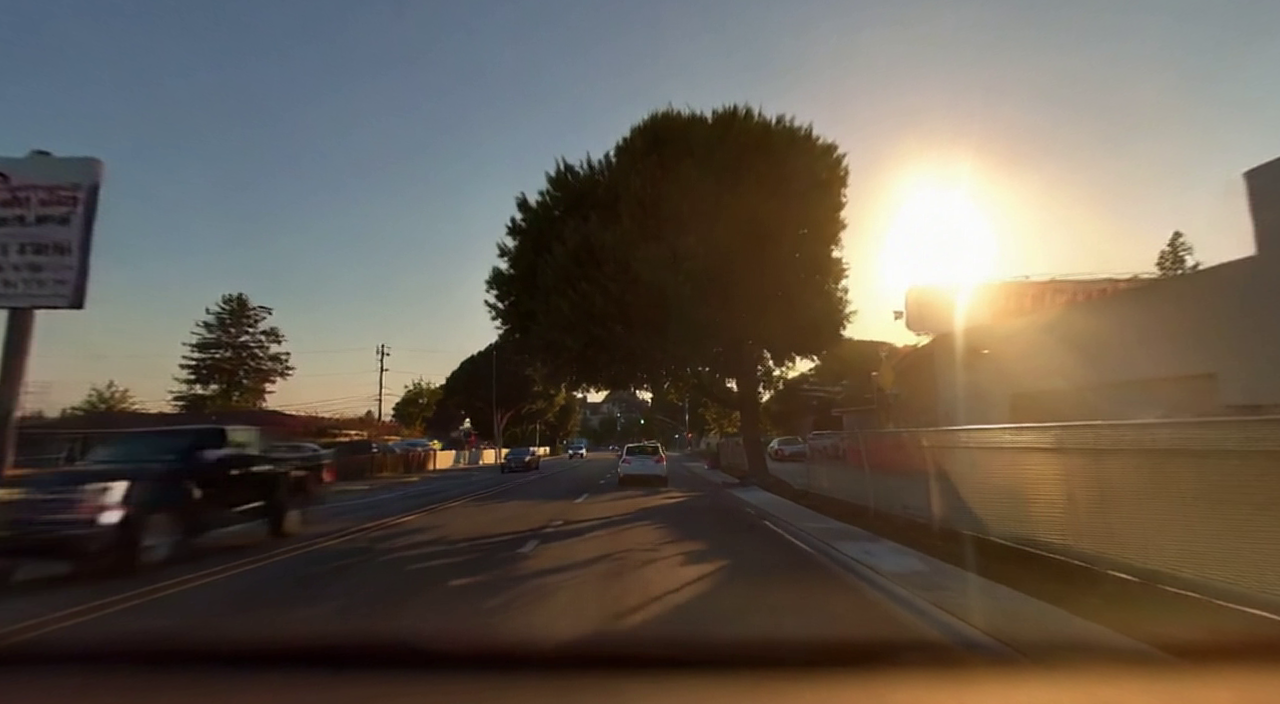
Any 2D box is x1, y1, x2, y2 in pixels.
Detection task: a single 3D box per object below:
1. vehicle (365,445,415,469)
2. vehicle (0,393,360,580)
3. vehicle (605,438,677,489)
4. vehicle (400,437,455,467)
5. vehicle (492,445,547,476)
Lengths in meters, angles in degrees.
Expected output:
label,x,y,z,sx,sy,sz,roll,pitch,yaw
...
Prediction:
label,x,y,z,sx,sy,sz,roll,pitch,yaw
vehicle,-19.263,8.093,48.513,2.050,1.714,4.619,0,-9,-2
vehicle,-6.972,1.941,9.957,2.340,2.103,5.526,-1,-9,2
vehicle,0.028,3.633,20.790,2.144,1.514,4.063,0,-9,0
vehicle,-16.323,7.720,48.608,2.230,2.164,5.732,0,-8,0
vehicle,-6.363,5.779,33.635,1.985,1.505,4.143,-1,-9,2
